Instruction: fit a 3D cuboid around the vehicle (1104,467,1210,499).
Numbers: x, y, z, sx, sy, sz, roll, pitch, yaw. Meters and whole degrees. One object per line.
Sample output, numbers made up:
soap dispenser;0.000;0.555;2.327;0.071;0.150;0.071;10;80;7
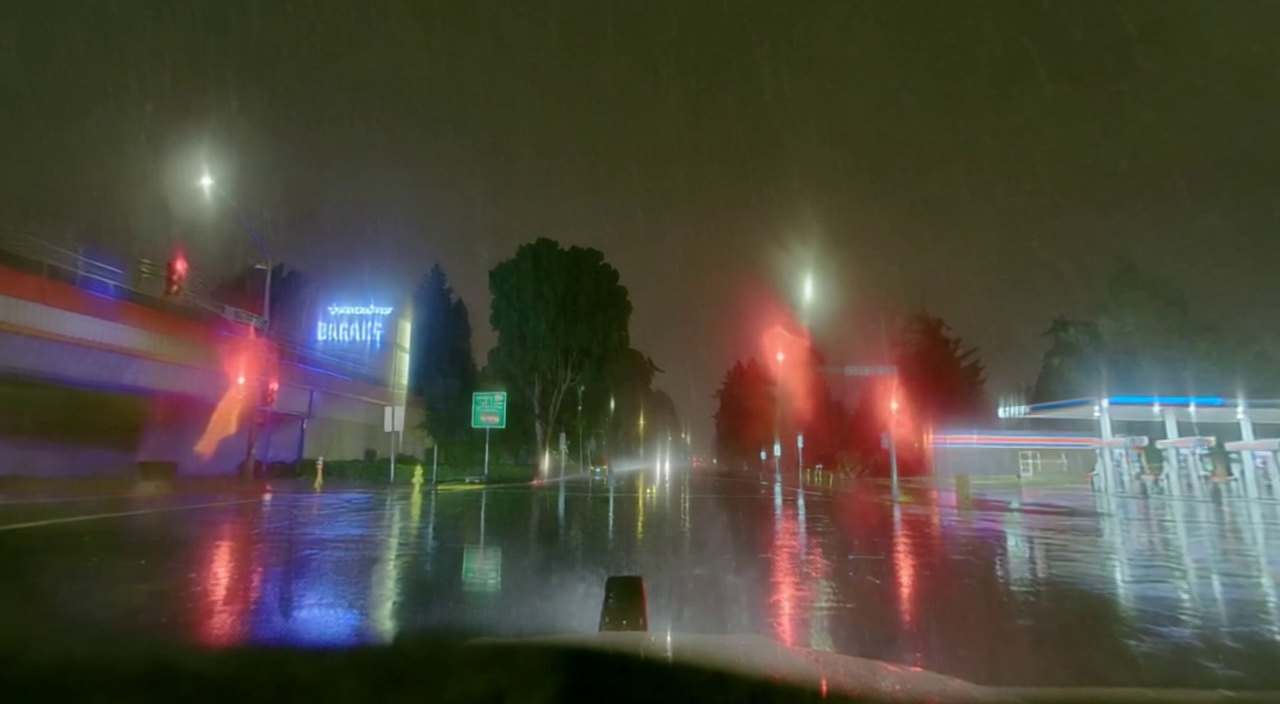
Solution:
vehicle;27.991;7.068;34.325;1.897;1.466;4.211;1;-8;-6
